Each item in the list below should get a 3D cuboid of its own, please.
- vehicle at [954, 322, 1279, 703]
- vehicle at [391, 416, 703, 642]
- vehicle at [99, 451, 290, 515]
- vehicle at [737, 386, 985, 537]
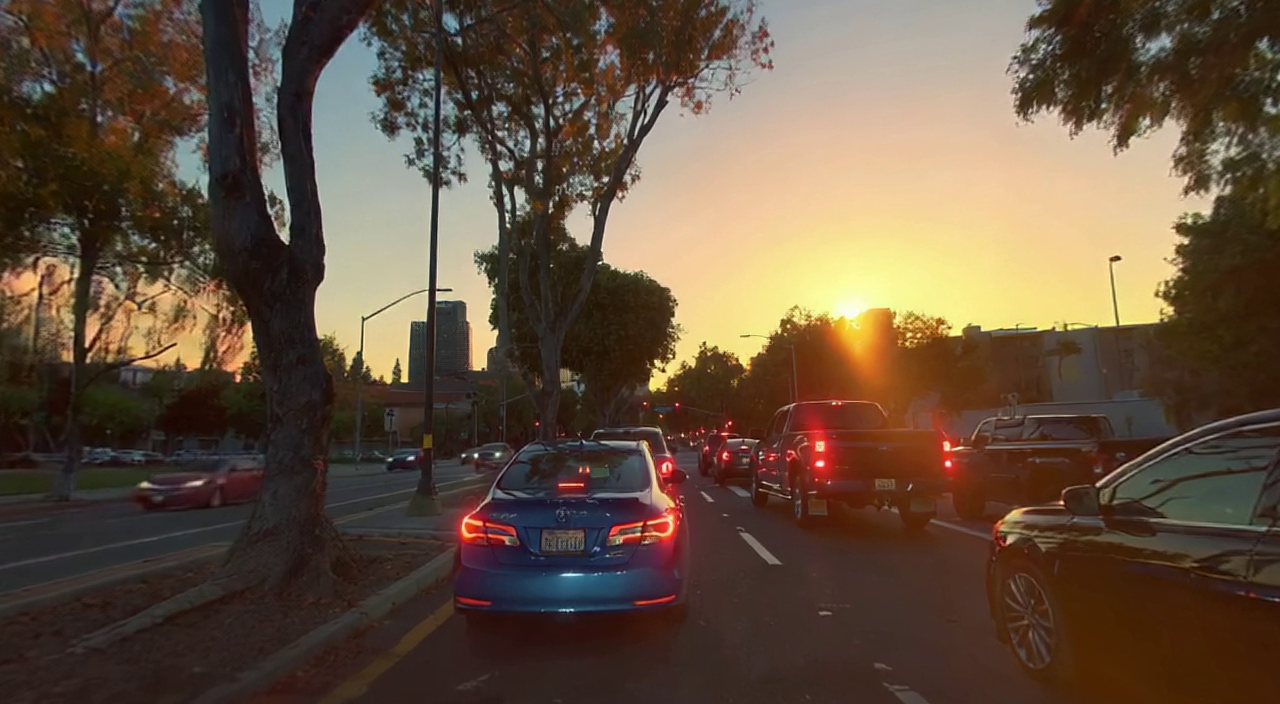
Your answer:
[{"bbox_3d":[3.163,0.756,2.076,1.982,1.709,4.427,0,-9,1],"label":"vehicle"},{"bbox_3d":[-0.579,1.496,6.327,2.111,1.506,4.018,0,-9,2],"label":"vehicle"},{"bbox_3d":[-12.316,3.612,17.869,1.957,1.506,4.706,0,-9,1],"label":"vehicle"},{"bbox_3d":[3.524,1.952,11.695,2.444,2.098,5.766,0,-9,-1],"label":"vehicle"}]
